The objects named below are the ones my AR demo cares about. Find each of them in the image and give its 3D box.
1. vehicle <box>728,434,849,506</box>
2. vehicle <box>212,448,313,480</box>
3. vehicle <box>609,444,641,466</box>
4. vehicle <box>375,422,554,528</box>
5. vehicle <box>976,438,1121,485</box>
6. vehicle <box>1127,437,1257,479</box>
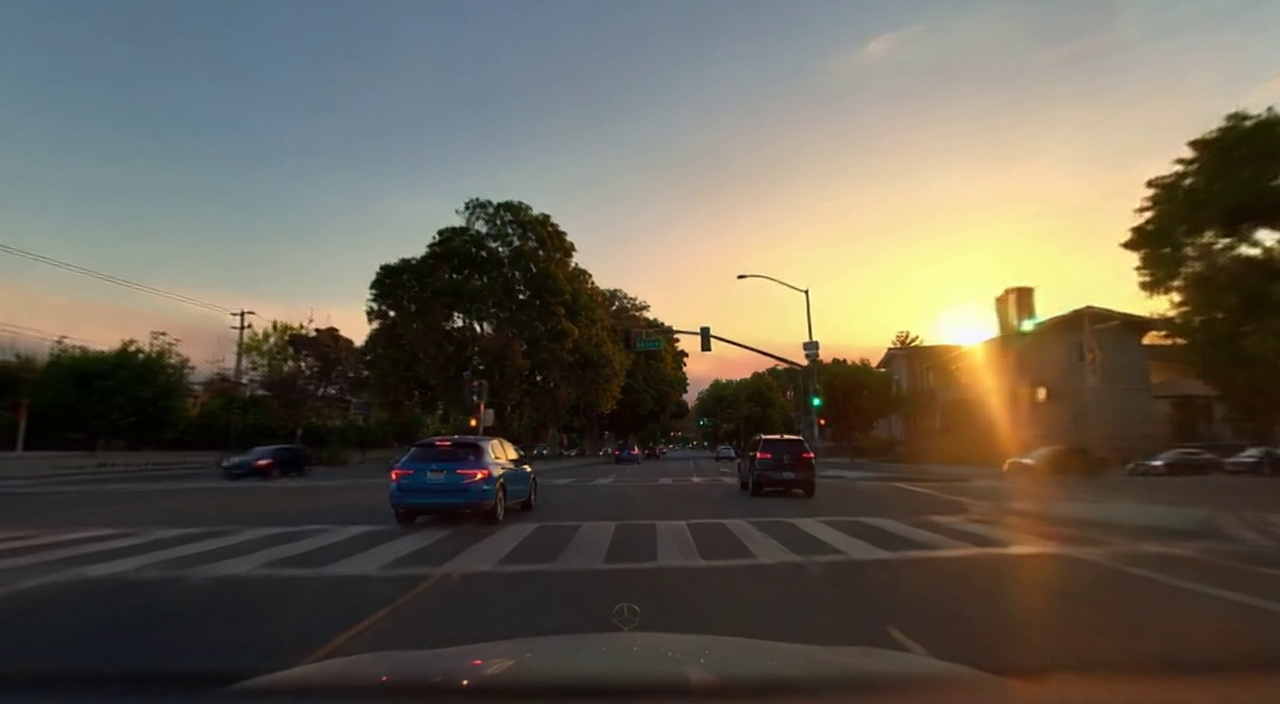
[{"bbox_3d":[3.749,3.060,16.860,2.132,1.659,4.387,0,-8,0],"label":"vehicle"},{"bbox_3d":[-18.823,5.590,31.842,1.976,1.492,4.758,-1,-8,3],"label":"vehicle"},{"bbox_3d":[-1.093,7.806,48.040,1.988,1.569,4.202,-1,-8,4],"label":"vehicle"},{"bbox_3d":[-3.151,2.327,12.529,2.045,1.688,4.632,-1,-8,2],"label":"vehicle"},{"bbox_3d":[16.404,4.354,25.420,4.922,1.630,2.094,1,-9,-17],"label":"vehicle"},{"bbox_3d":[24.213,4.621,27.733,4.479,1.652,2.174,2,-9,-18],"label":"vehicle"}]
